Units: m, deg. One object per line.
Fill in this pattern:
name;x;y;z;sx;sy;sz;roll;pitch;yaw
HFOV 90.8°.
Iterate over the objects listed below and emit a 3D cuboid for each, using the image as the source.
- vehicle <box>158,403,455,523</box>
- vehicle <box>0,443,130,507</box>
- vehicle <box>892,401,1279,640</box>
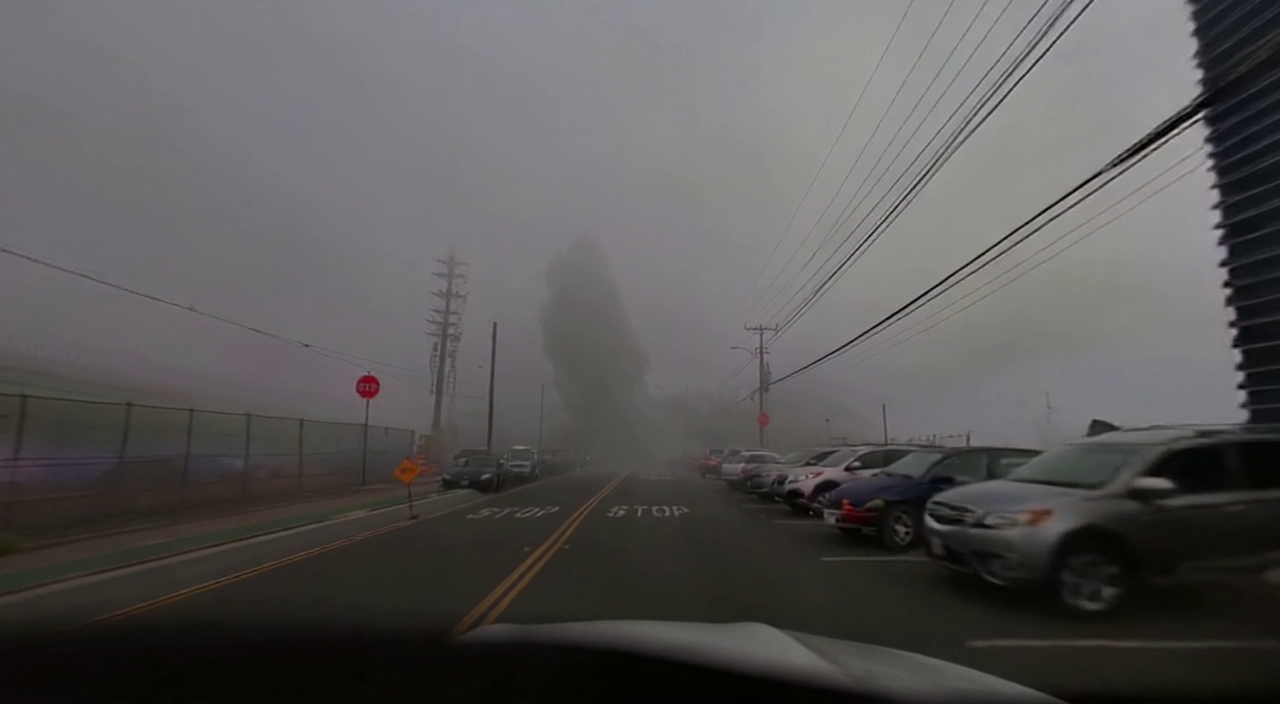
vehicle;-6.485;2.245;12.778;4.727;1.976;1.970;3;-11;2
vehicle;-15.784;3.042;15.912;1.840;1.477;4.693;0;-9;2
vehicle;4.930;1.400;5.753;4.402;1.770;1.933;0;-9;2
